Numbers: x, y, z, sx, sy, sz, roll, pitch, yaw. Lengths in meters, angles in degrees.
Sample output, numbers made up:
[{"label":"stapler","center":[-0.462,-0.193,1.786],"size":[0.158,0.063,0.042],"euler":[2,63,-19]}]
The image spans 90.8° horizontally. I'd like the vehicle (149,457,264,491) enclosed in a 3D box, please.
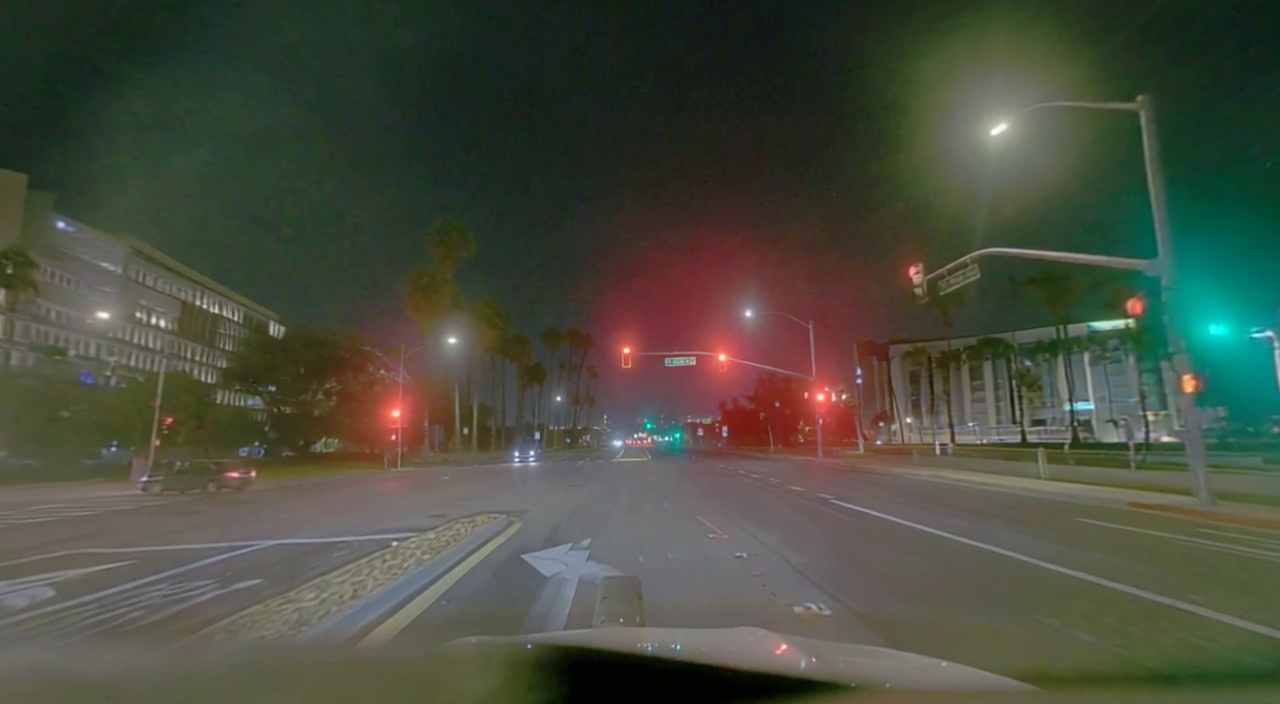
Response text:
[{"label":"vehicle","center":[-20.785,5.822,30.347],"size":[4.386,1.481,2.037],"euler":[-2,-9,13]}]
